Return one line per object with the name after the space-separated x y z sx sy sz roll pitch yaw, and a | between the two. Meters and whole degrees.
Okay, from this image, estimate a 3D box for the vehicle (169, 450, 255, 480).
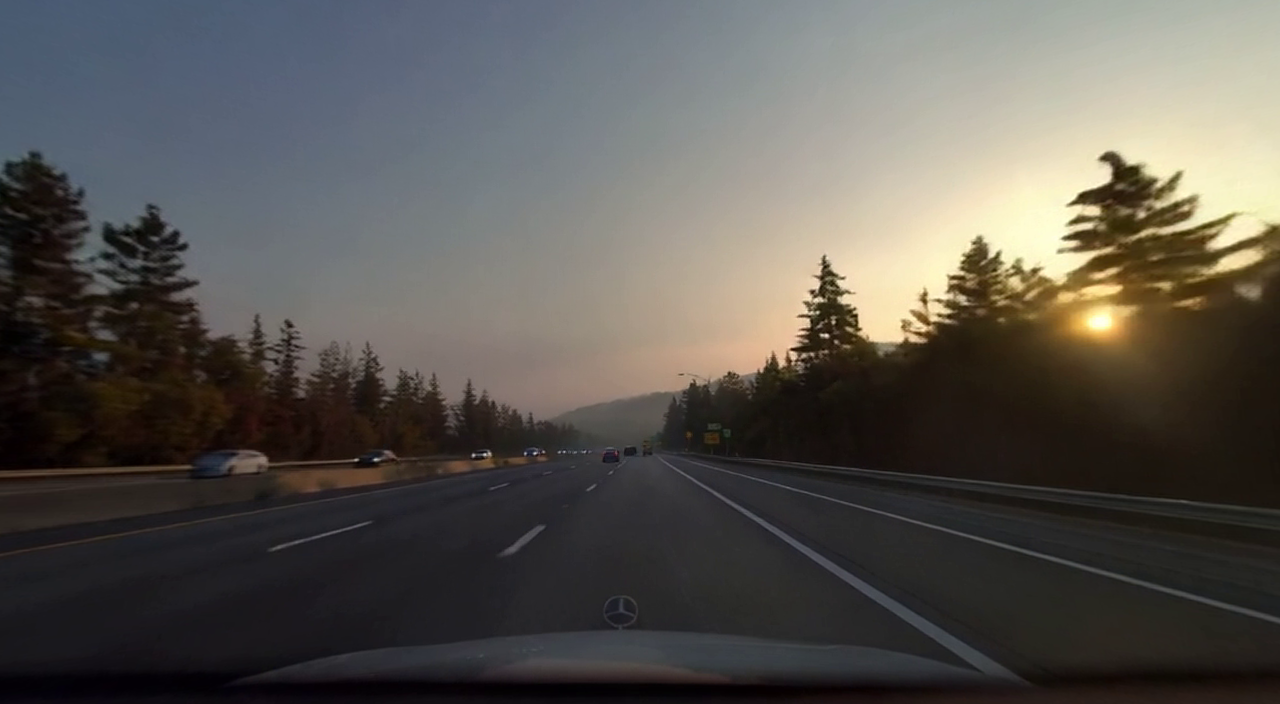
-22.763 6.018 33.498 1.878 1.477 3.769 0 -9 1 | vehicle

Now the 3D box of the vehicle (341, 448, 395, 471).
-19.113 7.570 44.301 1.888 1.540 4.204 0 -9 1 | vehicle
